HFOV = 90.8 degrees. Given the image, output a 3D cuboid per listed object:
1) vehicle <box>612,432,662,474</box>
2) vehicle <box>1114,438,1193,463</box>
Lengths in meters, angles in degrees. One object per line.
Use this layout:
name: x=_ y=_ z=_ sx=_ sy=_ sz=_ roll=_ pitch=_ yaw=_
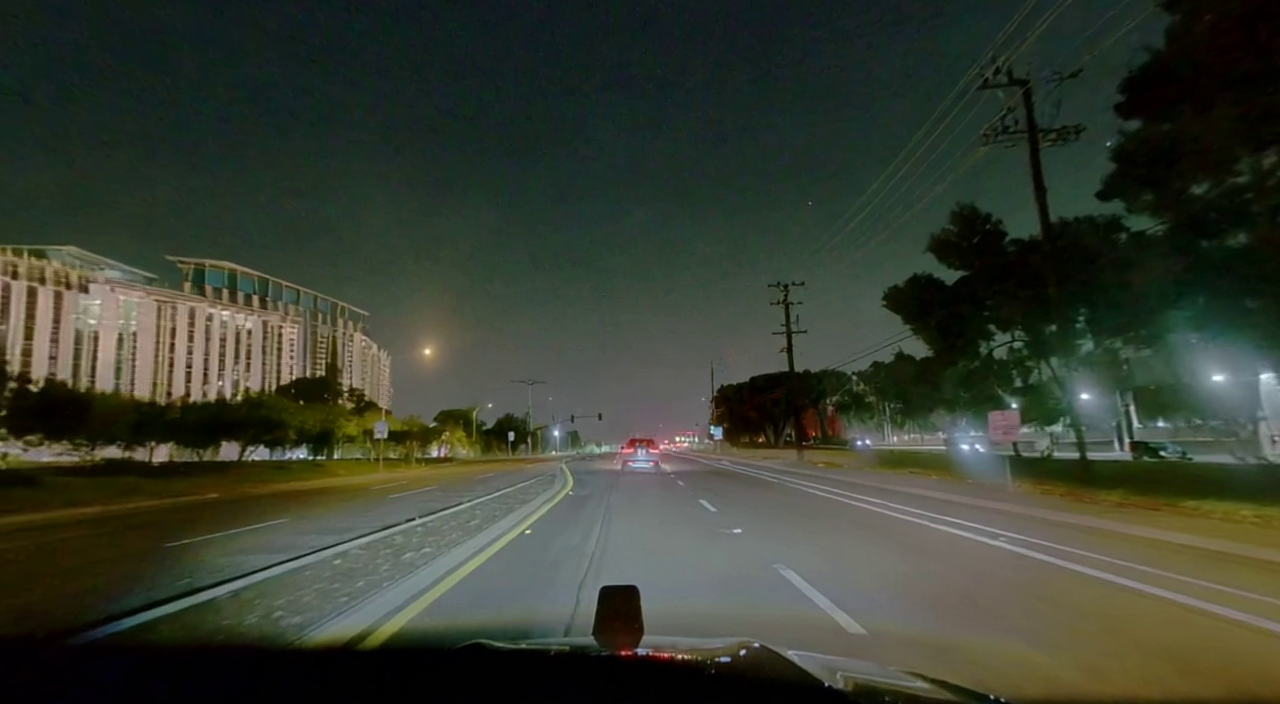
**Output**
vehicle: x=-0.144 y=4.700 z=29.432 sx=2.189 sy=1.776 sz=4.342 roll=0 pitch=-9 yaw=0
vehicle: x=31.087 y=5.990 z=38.399 sx=1.610 sy=1.397 sz=3.842 roll=0 pitch=-9 yaw=2
